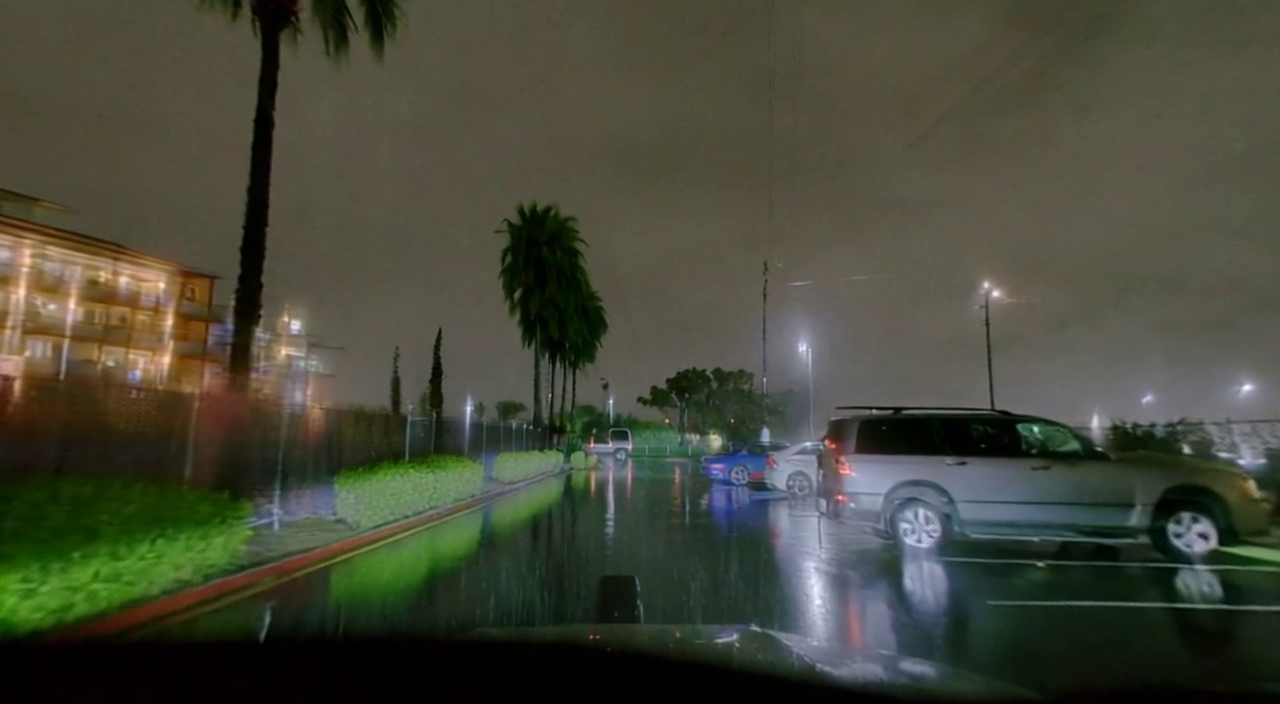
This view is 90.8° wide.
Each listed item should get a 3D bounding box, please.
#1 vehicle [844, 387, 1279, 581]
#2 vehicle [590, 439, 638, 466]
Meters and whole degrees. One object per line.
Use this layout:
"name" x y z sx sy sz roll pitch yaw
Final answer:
"vehicle" 5.039 1.501 7.464 4.609 1.734 1.909 3 -8 1
"vehicle" -1.982 7.483 47.274 2.073 1.791 4.365 7 -9 -23
